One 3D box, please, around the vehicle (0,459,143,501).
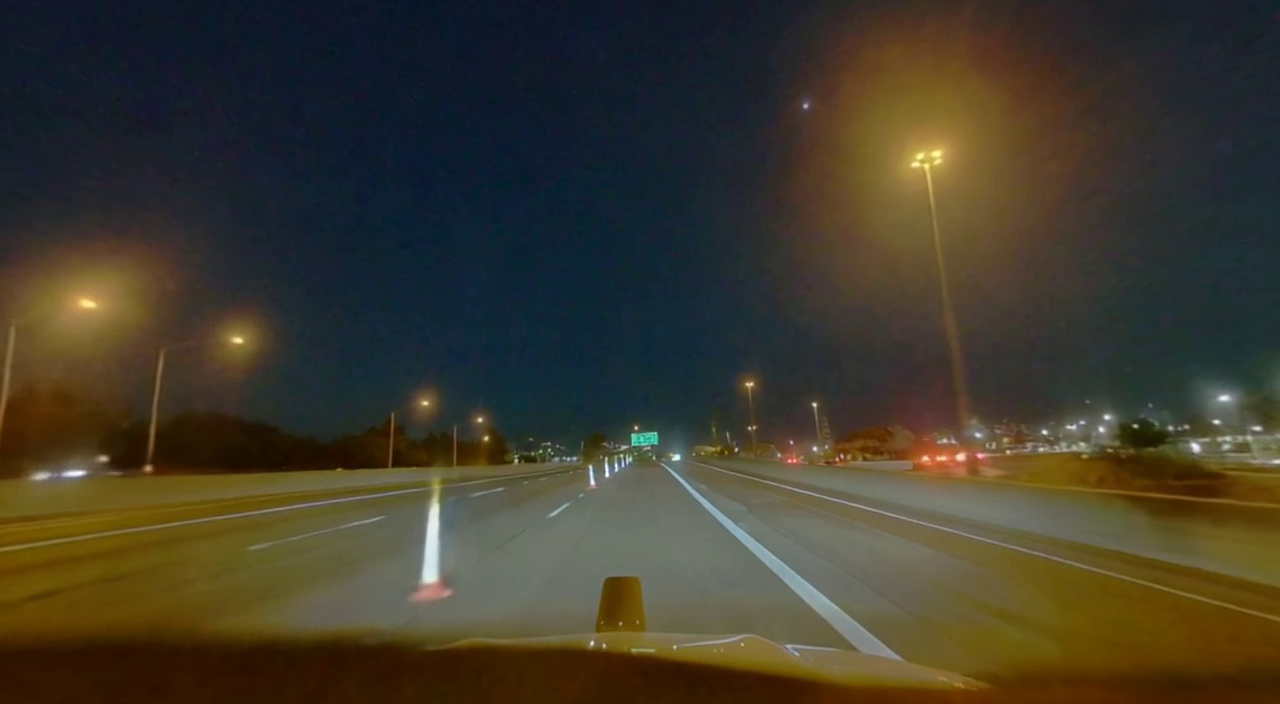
[{"bbox_3d":[-27.817,6.214,31.045,2.061,1.747,5.452,0,-9,1],"label":"vehicle"}]
